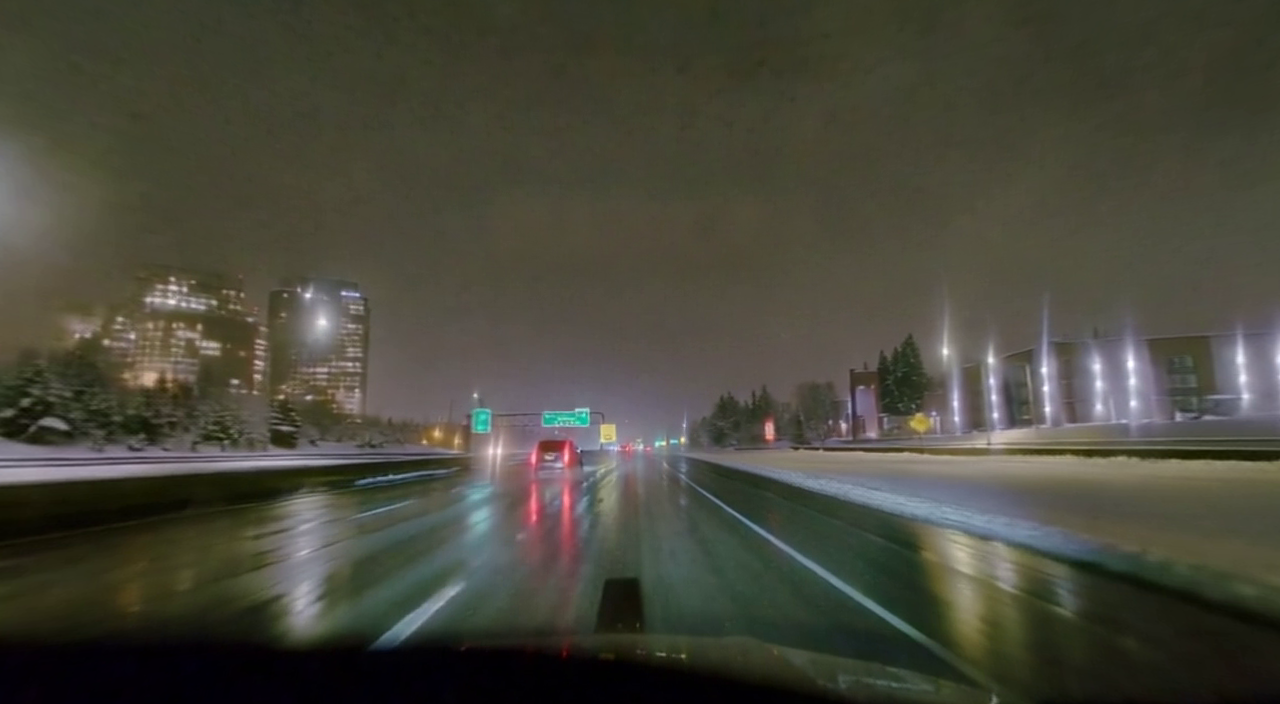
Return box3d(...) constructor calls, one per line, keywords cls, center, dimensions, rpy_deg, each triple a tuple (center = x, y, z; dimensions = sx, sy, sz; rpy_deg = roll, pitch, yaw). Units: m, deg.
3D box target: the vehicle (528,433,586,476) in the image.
box3d(cls="vehicle", center=(-3.665, 4.617, 28.600), dimensions=(2.047, 1.786, 4.217), rpy_deg=(0, -8, 0))
